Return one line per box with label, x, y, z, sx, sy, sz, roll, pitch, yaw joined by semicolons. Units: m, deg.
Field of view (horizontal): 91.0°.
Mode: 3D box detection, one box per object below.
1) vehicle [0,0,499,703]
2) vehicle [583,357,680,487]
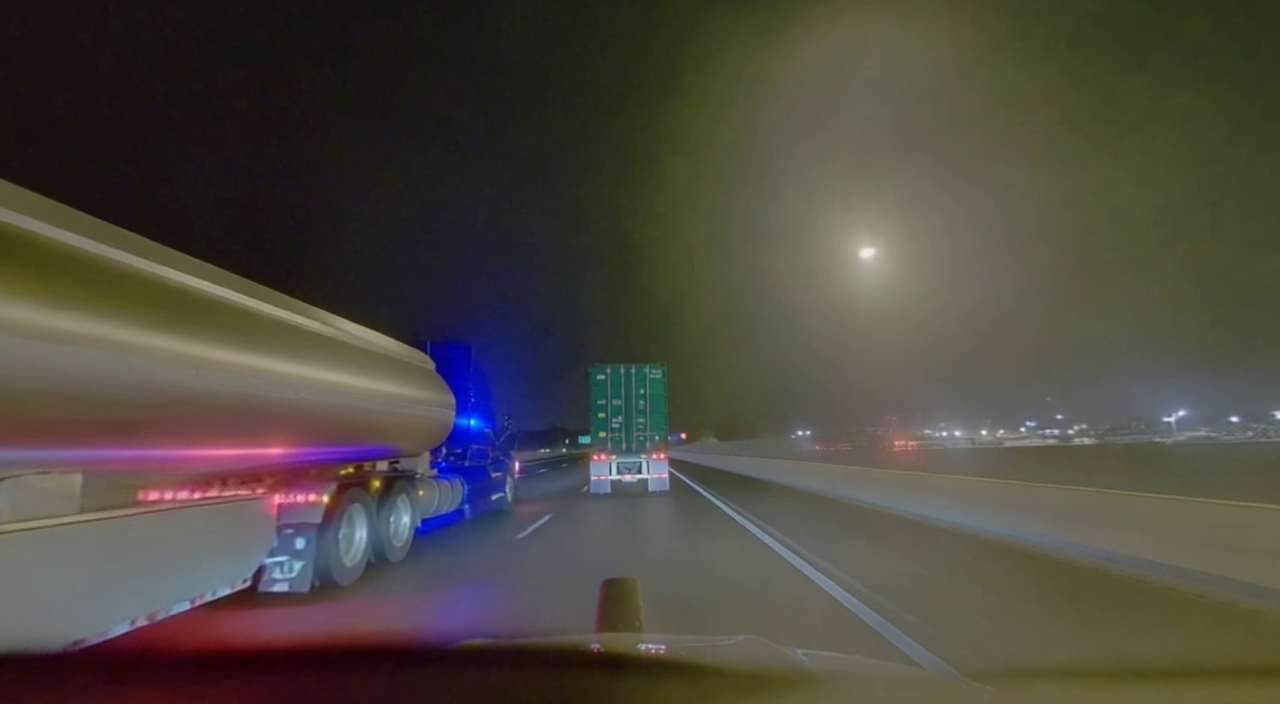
vehicle;-4.250;-0.200;2.494;3.267;3.655;17.154;0;-9;1
vehicle;-0.228;2.974;25.005;2.942;4.003;11.297;0;-9;0
